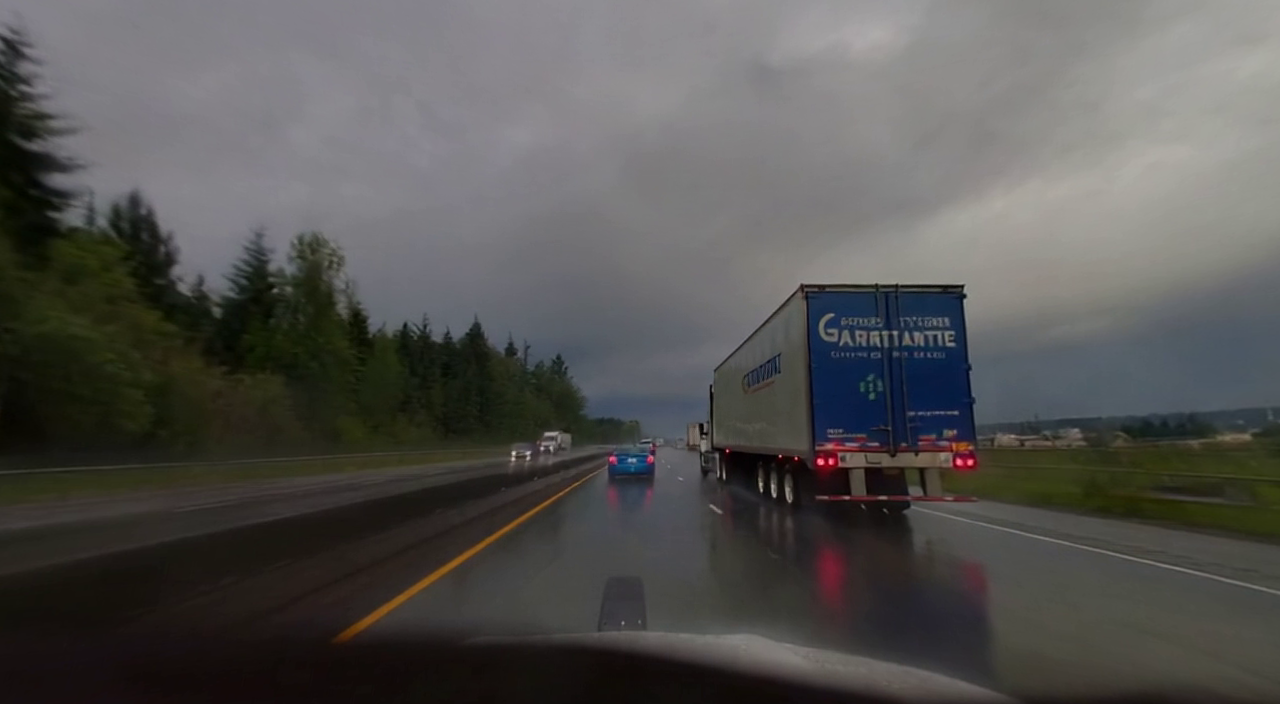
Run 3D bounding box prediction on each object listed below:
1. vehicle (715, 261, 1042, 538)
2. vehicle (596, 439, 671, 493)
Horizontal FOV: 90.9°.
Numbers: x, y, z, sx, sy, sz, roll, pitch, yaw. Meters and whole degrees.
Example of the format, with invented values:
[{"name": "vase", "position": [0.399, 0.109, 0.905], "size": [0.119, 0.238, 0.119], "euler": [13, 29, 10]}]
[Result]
[{"name": "vehicle", "position": [4.273, 1.756, 16.410], "size": [2.909, 4.074, 14.457], "euler": [0, -9, 0]}, {"name": "vehicle", "position": [-0.180, 3.481, 19.522], "size": [2.074, 1.475, 3.960], "euler": [0, -9, 0]}]
